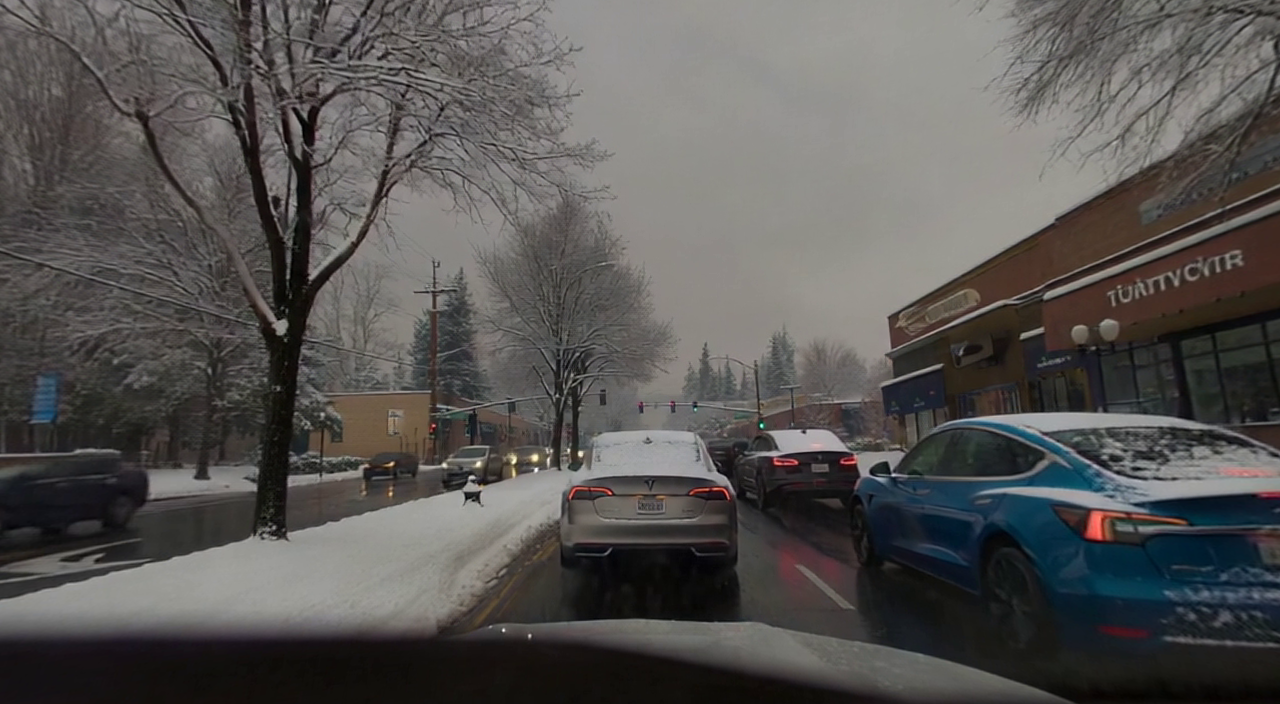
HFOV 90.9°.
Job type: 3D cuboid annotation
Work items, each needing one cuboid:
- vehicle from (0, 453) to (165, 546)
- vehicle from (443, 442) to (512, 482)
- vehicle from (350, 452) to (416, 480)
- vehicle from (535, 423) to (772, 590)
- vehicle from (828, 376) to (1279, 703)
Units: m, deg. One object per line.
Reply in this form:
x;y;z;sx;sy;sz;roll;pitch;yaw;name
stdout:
-11.657;2.700;11.942;1.917;1.506;4.280;0;-8;1;vehicle
-7.450;5.070;29.326;1.968;1.682;4.213;0;-8;1;vehicle
-14.780;6.575;36.527;1.999;1.462;4.200;0;-8;1;vehicle
0.131;1.685;7.725;2.137;1.488;3.938;0;-8;0;vehicle
3.209;1.251;4.996;2.038;1.651;4.455;0;-8;0;vehicle
